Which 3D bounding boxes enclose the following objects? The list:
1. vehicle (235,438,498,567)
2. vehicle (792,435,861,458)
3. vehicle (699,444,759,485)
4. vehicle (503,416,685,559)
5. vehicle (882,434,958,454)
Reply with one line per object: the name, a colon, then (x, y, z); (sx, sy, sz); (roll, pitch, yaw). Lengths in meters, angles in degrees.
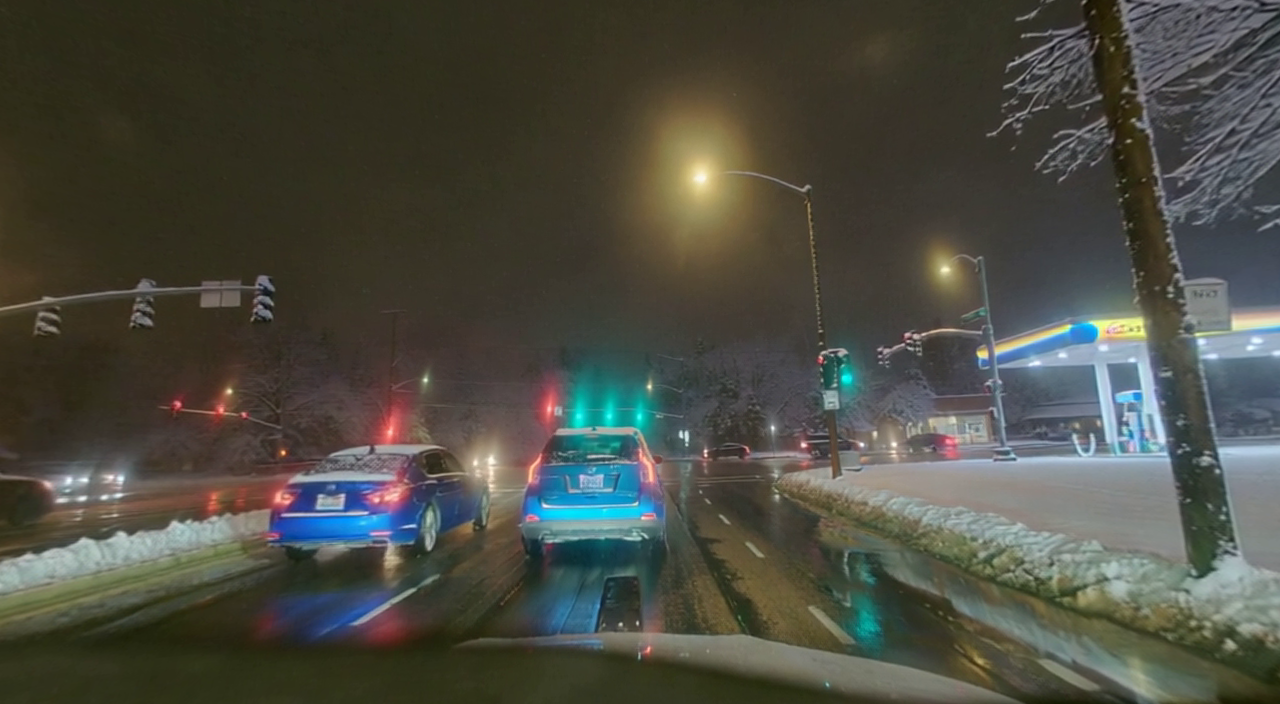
vehicle: (-3.697, 2.086, 9.601); (2.003, 1.492, 4.291); (0, -8, 1)
vehicle: (13.889, 7.056, 47.222); (4.524, 1.681, 1.823); (0, -8, -1)
vehicle: (3.583, 4.356, 24.844); (1.976, 1.462, 4.342); (-2, -9, 12)
vehicle: (-0.569, 1.965, 9.874); (2.210, 1.722, 4.215); (0, -8, 0)
vehicle: (20.746, 6.831, 46.936); (4.700, 1.417, 1.789); (0, -8, 2)
